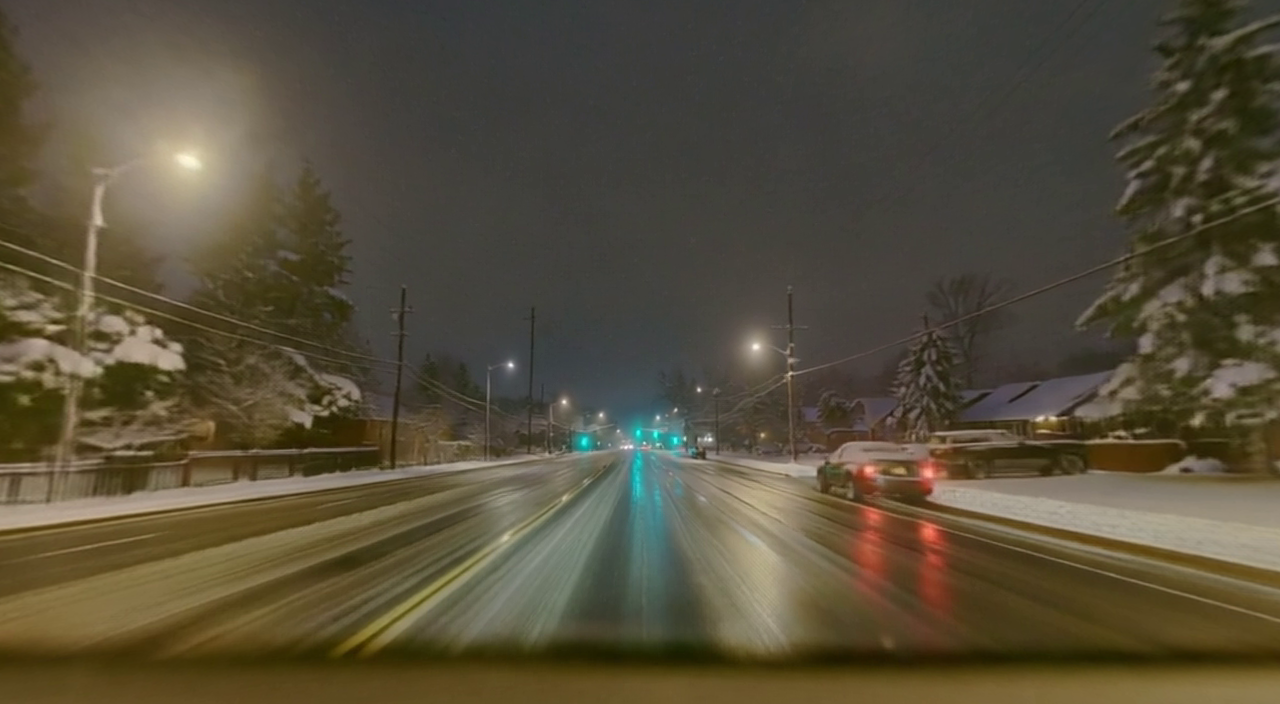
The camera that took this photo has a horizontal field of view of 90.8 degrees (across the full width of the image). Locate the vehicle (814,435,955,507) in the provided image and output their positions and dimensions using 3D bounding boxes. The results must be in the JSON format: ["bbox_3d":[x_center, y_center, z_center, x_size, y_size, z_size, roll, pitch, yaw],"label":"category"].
[{"bbox_3d":[6.735,3.310,18.087,2.043,1.747,4.680,0,-9,-1],"label":"vehicle"}]

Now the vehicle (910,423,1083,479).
[{"bbox_3d":[12.955,3.645,23.260,5.037,1.925,2.021,-1,-9,4],"label":"vehicle"}]
